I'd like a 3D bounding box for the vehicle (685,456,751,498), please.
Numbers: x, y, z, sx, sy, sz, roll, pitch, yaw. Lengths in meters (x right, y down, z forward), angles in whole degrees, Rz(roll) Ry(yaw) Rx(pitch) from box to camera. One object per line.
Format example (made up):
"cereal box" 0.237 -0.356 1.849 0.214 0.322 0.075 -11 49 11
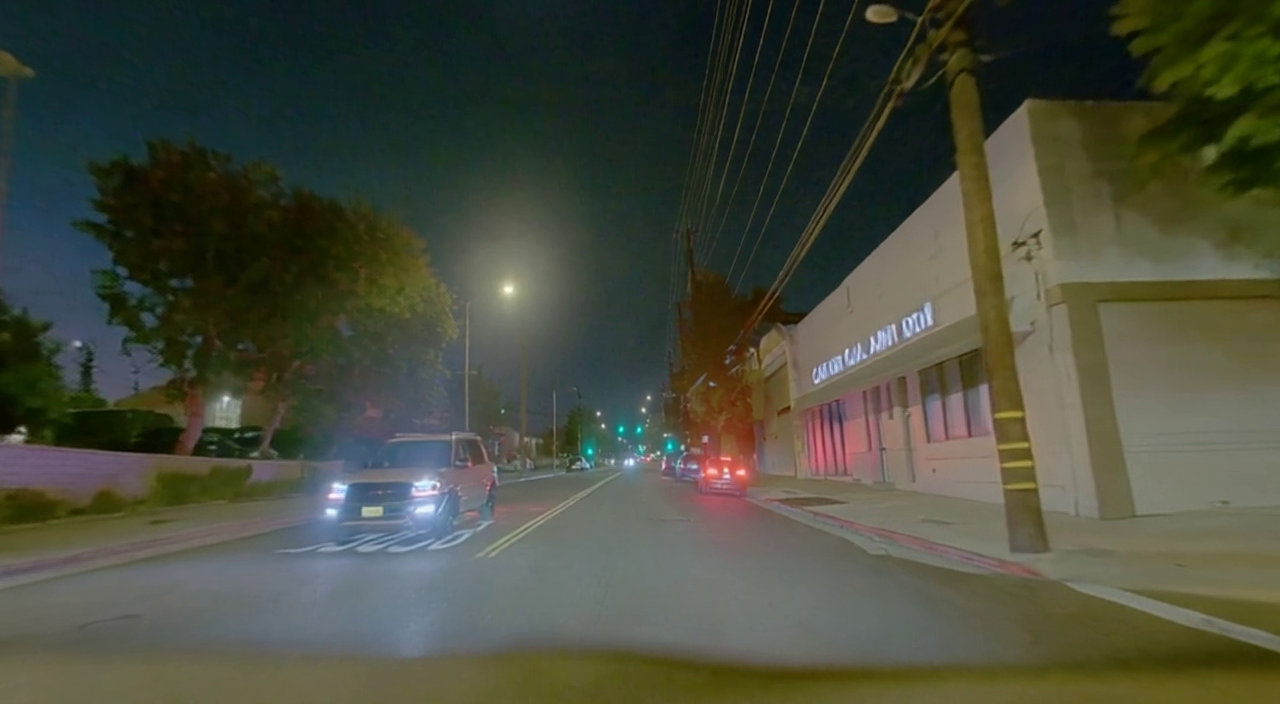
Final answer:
"vehicle" 2.902 4.744 24.319 1.877 1.373 3.854 0 -8 -2

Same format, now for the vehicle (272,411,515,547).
"vehicle" -4.089 2.212 11.718 2.495 1.966 4.846 0 -8 0

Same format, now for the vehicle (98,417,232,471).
"vehicle" -24.422 4.791 32.916 2.288 2.514 5.886 0 -8 1

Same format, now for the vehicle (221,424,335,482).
"vehicle" -18.494 5.120 32.754 2.256 2.668 5.979 -1 -7 2
